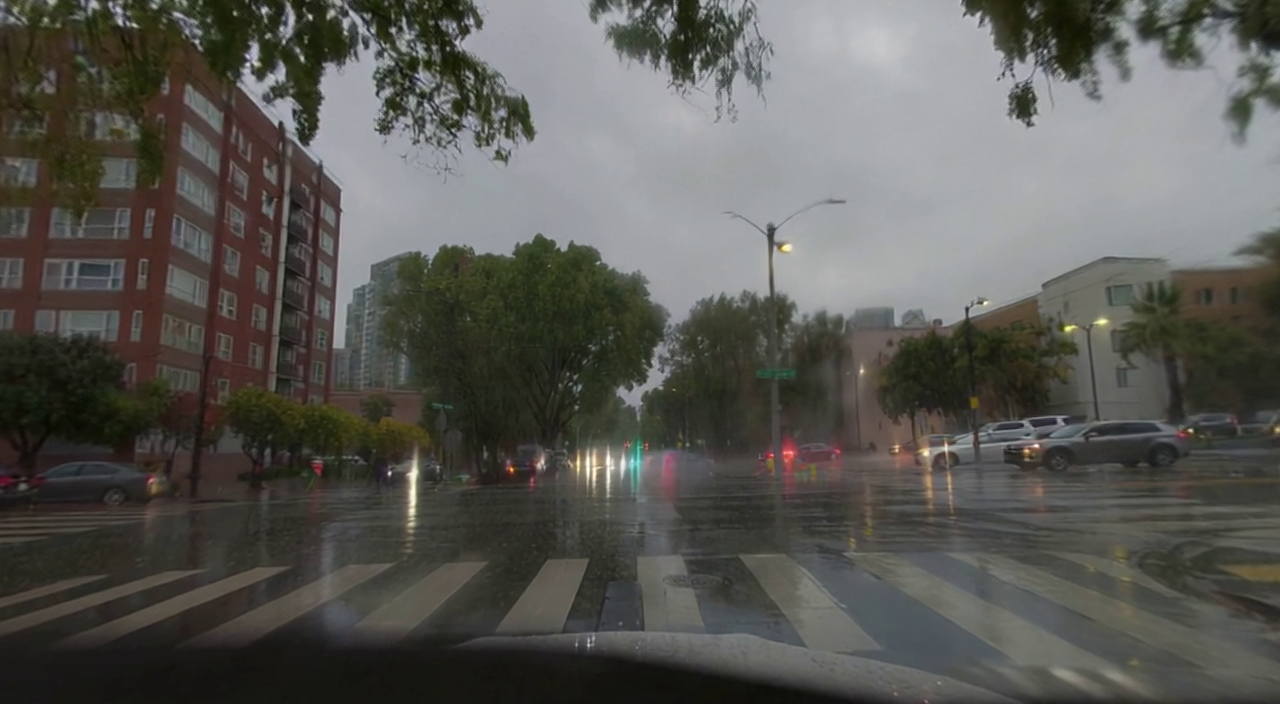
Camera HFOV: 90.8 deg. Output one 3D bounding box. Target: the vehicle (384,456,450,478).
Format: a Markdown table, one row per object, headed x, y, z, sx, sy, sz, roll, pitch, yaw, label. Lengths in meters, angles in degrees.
| x | y | z | sx | sy | sz | roll | pitch | yaw | label |
| --- | --- | --- | --- | --- | --- | --- | --- | --- | --- |
| -16.681 | 8.642 | 47.358 | 4.203 | 1.544 | 1.889 | -1 | -8 | 2 | vehicle |

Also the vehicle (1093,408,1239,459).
| x | y | z | sx | sy | sz | roll | pitch | yaw | label |
| --- | --- | --- | --- | --- | --- | --- | --- | --- | --- |
| 22.304 | 3.531 | 27.142 | 2.137 | 1.962 | 4.988 | -1 | -8 | 3 | vehicle |

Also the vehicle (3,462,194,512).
| x | y | z | sx | sy | sz | roll | pitch | yaw | label |
| --- | --- | --- | --- | --- | --- | --- | --- | --- | --- |
| -17.316 | 4.317 | 20.370 | 4.439 | 1.448 | 1.793 | 0 | -9 | 0 | vehicle |

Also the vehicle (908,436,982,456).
| x | y | z | sx | sy | sz | roll | pitch | yaw | label |
| --- | --- | --- | --- | --- | --- | --- | --- | --- | --- |
| 23.013 | 7.086 | 47.770 | 4.528 | 1.475 | 2.070 | 0 | -8 | 3 | vehicle |

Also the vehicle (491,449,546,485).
| x | y | z | sx | sy | sz | roll | pitch | yaw | label |
| --- | --- | --- | --- | --- | --- | --- | --- | --- | --- |
| -7.617 | 7.251 | 40.249 | 2.193 | 1.814 | 5.061 | -9 | -8 | 0 | vehicle |

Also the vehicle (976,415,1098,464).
| x | y | z | sx | sy | sz | roll | pitch | yaw | label |
| --- | --- | --- | --- | --- | --- | --- | --- | --- | --- |
| 16.743 | 3.790 | 26.995 | 2.041 | 1.921 | 4.574 | 0 | -9 | -2 | vehicle |

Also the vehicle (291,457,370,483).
| x | y | z | sx | sy | sz | roll | pitch | yaw | label |
| --- | --- | --- | --- | --- | --- | --- | --- | --- | --- |
| -23.238 | 8.886 | 47.494 | 4.844 | 1.836 | 2.117 | -1 | -8 | 5 | vehicle |

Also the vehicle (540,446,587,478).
| x | y | z | sx | sy | sz | roll | pitch | yaw | label |
| --- | --- | --- | --- | --- | --- | --- | --- | --- | --- |
| -4.458 | 6.532 | 37.598 | 2.102 | 1.768 | 4.290 | -1 | -10 | 2 | vehicle |

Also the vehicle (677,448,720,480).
| x | y | z | sx | sy | sz | roll | pitch | yaw | label |
| --- | --- | --- | --- | --- | --- | --- | --- | --- | --- |
| 3.271 | 6.074 | 34.647 | 1.942 | 1.603 | 3.785 | -1 | -8 | 12 | vehicle |
